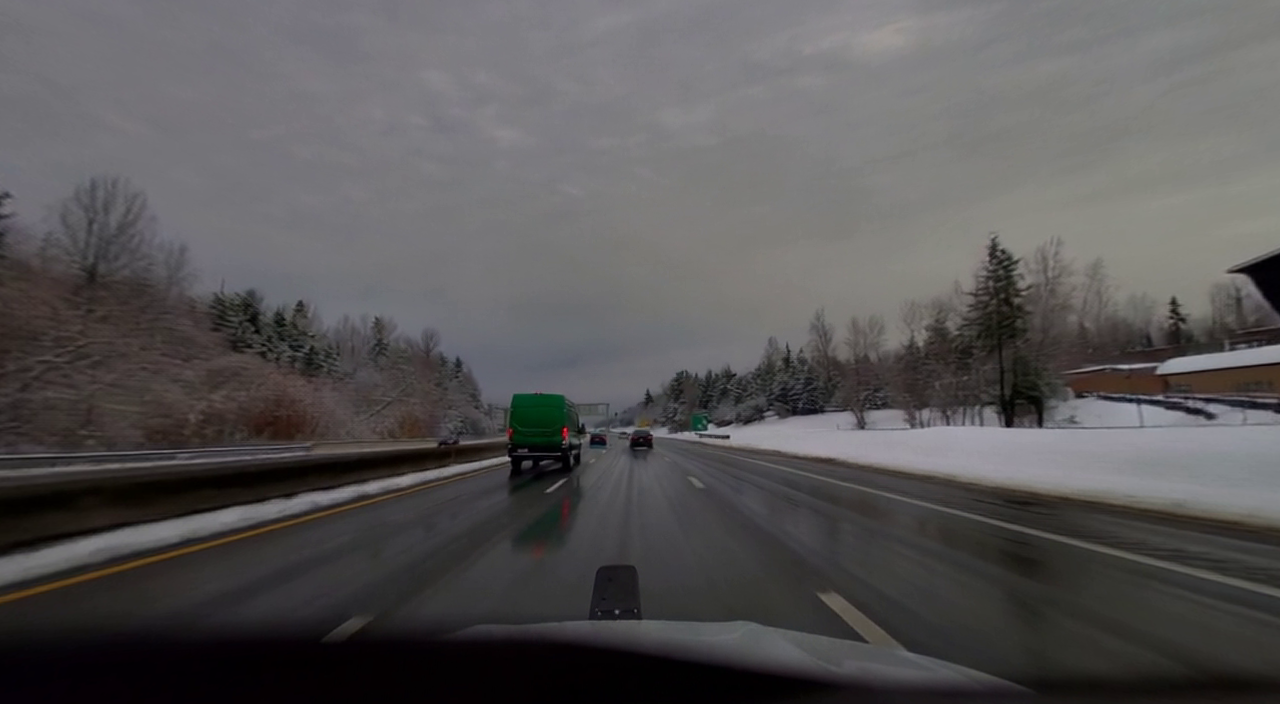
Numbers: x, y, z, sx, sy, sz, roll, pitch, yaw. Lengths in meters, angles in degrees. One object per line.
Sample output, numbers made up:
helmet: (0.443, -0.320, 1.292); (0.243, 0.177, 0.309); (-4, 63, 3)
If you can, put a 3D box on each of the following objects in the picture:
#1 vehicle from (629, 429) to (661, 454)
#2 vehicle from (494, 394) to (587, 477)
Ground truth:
vehicle: (0.311, 6.268, 44.154); (2.104, 1.646, 4.176); (0, -8, 0)
vehicle: (-3.349, 2.999, 22.653); (2.424, 2.577, 5.828); (0, -8, 0)
